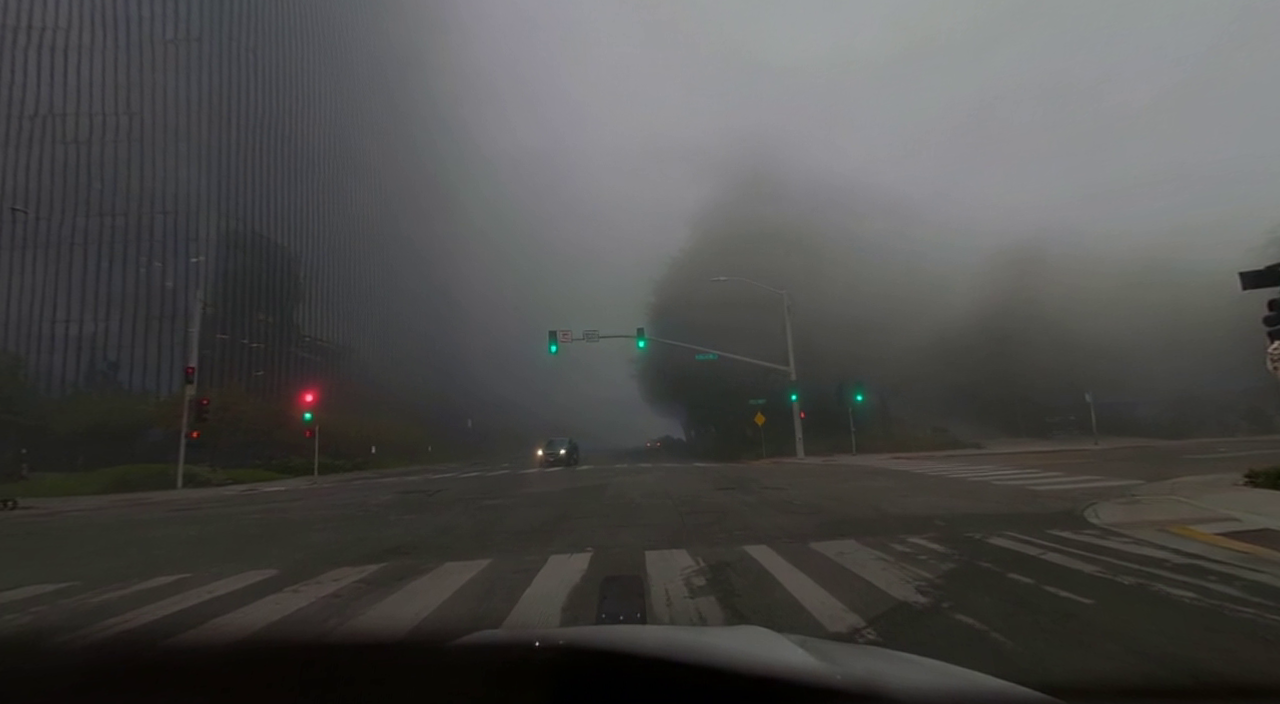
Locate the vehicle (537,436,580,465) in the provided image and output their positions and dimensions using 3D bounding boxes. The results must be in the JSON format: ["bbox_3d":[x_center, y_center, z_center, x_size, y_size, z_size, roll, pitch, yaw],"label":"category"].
[{"bbox_3d":[-4.887,5.963,38.380,1.988,1.666,4.074,0,-9,0],"label":"vehicle"}]
